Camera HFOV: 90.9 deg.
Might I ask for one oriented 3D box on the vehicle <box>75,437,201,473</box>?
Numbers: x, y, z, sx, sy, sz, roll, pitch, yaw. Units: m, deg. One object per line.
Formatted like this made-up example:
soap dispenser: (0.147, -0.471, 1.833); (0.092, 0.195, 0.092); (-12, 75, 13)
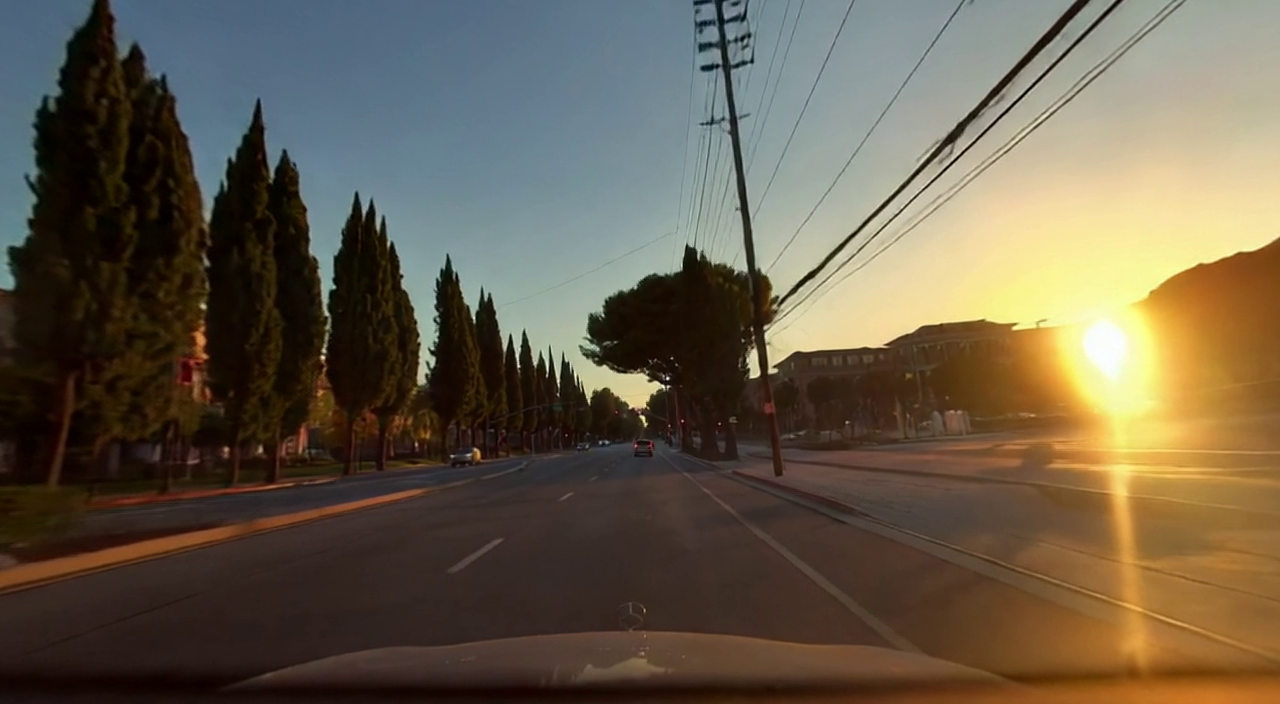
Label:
vehicle: (-36.399, 7.478, 46.000); (2.132, 2.424, 6.702); (-5, -10, 31)
